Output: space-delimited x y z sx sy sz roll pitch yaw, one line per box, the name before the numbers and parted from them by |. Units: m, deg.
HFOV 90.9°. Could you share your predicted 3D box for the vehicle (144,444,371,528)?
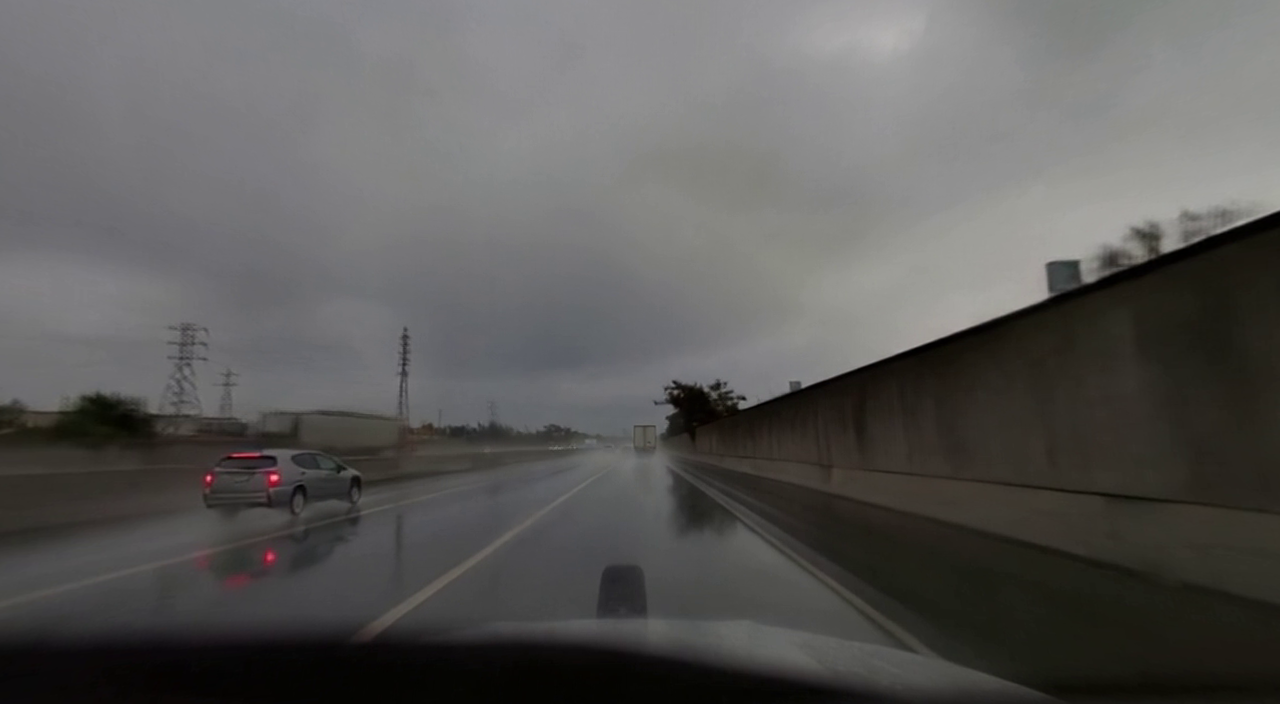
vehicle | -7.751 2.709 13.459 1.979 1.470 4.485 0 -8 1
